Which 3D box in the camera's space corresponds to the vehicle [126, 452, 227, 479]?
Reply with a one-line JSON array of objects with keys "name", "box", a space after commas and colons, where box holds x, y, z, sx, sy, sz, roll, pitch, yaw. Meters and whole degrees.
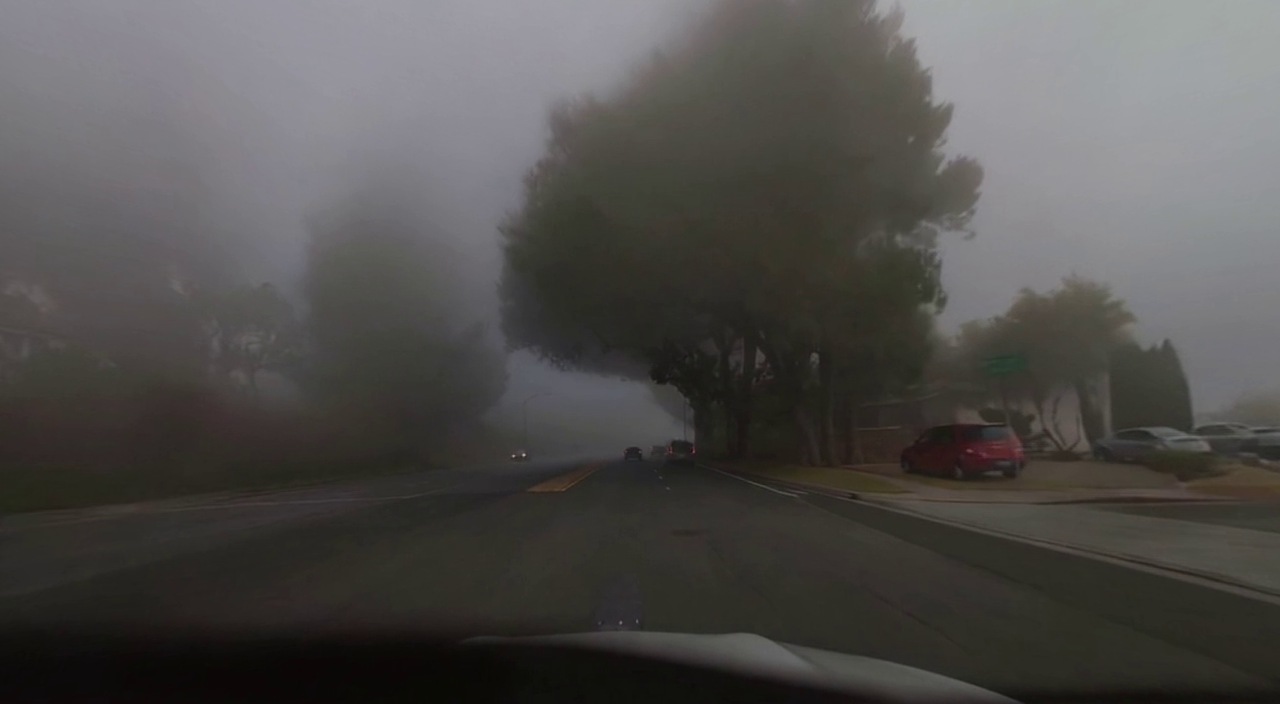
[{"name": "vehicle", "box": [-28.302, 6.929, 38.795, 4.796, 1.478, 1.947, 5, -10, -32]}]

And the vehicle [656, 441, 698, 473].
[{"name": "vehicle", "box": [2.005, 5.796, 35.098, 2.003, 1.614, 4.072, 0, -8, -1]}]

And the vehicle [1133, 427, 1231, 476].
[{"name": "vehicle", "box": [18.312, 3.322, 21.272, 2.106, 1.460, 4.389, -8, -12, 43]}]

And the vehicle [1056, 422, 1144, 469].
[{"name": "vehicle", "box": [18.379, 3.712, 25.181, 2.043, 1.691, 4.436, -8, -12, 44]}]

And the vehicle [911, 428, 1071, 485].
[{"name": "vehicle", "box": [10.670, 3.183, 19.471, 1.903, 1.569, 3.751, 5, -10, -33]}]
